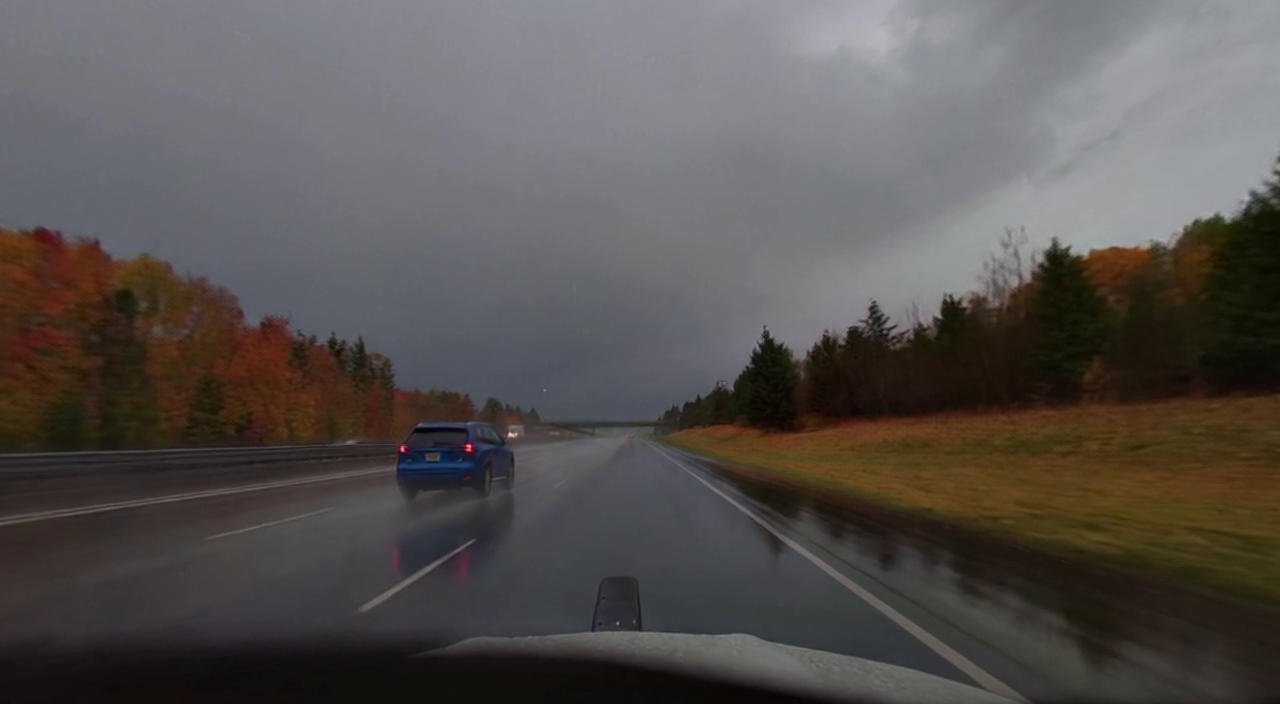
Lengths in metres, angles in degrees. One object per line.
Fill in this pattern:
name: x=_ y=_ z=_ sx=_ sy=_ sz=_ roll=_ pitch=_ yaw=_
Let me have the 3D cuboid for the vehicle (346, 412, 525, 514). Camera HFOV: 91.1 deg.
vehicle: x=-3.795 y=2.129 z=12.689 sx=2.057 sy=1.666 sz=4.552 roll=0 pitch=-8 yaw=0
